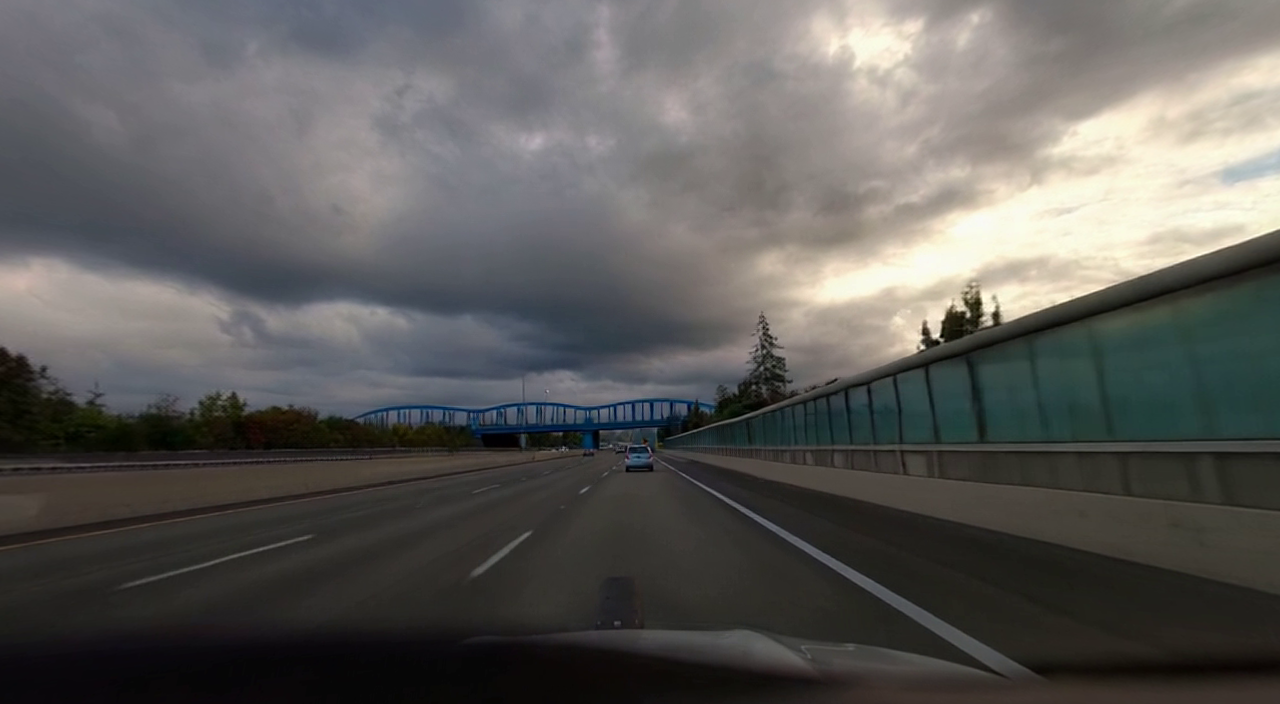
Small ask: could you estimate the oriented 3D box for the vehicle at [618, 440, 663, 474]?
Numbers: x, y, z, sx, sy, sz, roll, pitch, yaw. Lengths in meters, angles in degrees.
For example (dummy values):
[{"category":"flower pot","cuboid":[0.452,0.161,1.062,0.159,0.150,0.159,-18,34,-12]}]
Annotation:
[{"category":"vehicle","cuboid":[0.013,5.671,34.272,2.299,1.716,4.579,0,-9,-1]}]
